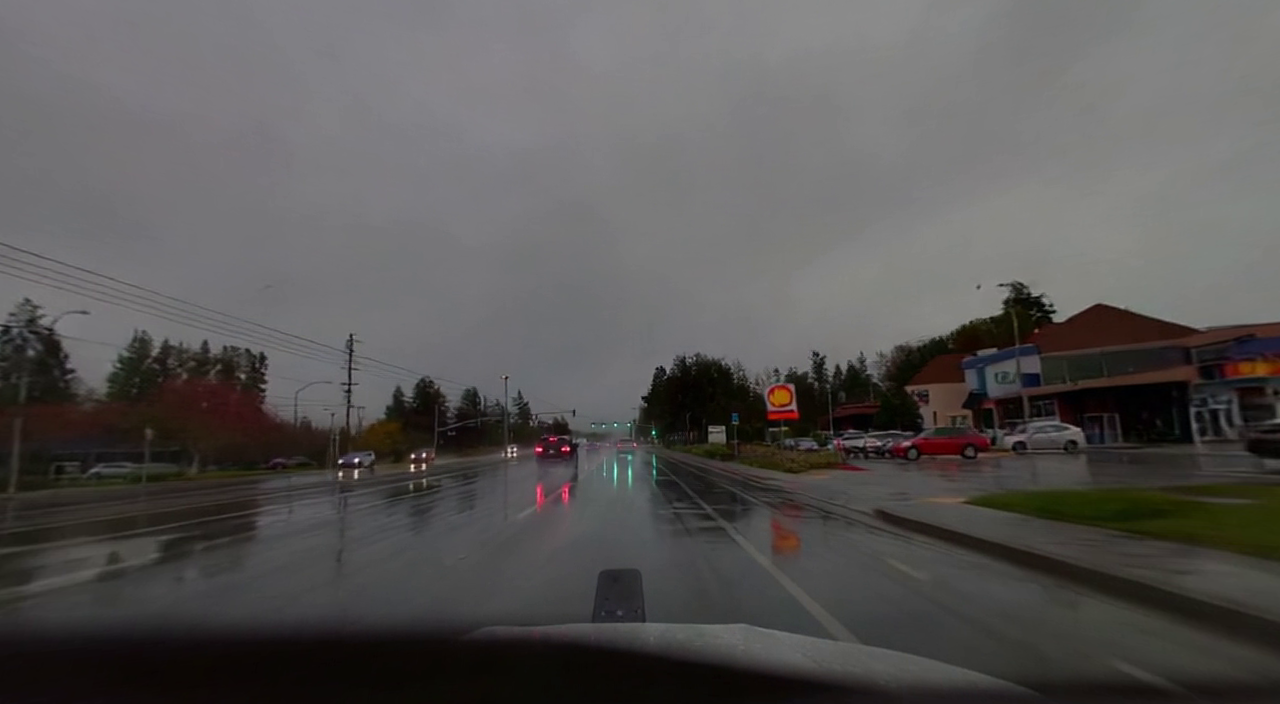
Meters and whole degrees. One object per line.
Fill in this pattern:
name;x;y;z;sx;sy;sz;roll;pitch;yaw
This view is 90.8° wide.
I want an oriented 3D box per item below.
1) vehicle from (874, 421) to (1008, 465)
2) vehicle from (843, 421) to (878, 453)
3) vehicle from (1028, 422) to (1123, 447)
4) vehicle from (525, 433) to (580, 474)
vehicle;12.874;3.909;27.265;4.612;1.491;2.061;-5;-7;1
vehicle;14.015;5.420;40.239;1.876;1.693;3.562;6;-5;19
vehicle;27.164;5.168;39.519;4.457;1.449;1.833;-1;-8;5
vehicle;-4.036;4.779;29.933;1.985;1.772;4.479;0;-8;0
